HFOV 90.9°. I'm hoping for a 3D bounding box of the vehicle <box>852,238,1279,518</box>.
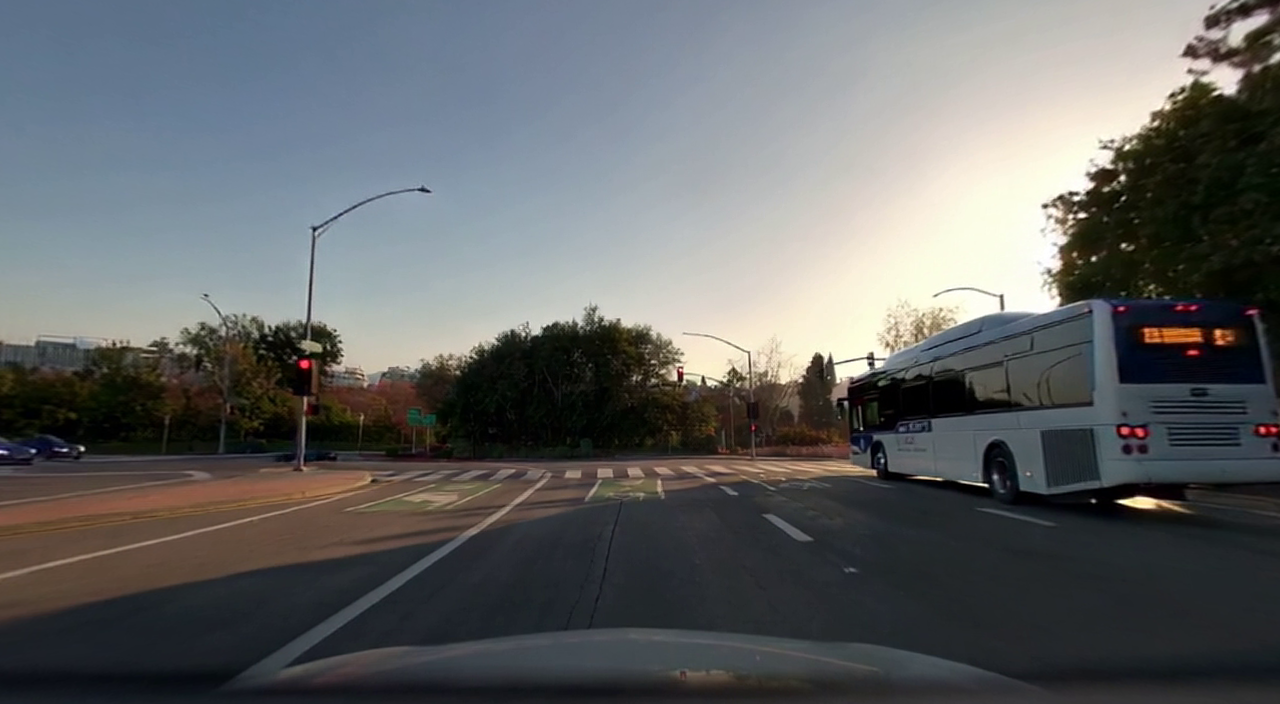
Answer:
[{"bbox_3d":[8.711,1.291,15.662,2.916,4.009,13.397,-1,-8,3],"label":"vehicle"}]
